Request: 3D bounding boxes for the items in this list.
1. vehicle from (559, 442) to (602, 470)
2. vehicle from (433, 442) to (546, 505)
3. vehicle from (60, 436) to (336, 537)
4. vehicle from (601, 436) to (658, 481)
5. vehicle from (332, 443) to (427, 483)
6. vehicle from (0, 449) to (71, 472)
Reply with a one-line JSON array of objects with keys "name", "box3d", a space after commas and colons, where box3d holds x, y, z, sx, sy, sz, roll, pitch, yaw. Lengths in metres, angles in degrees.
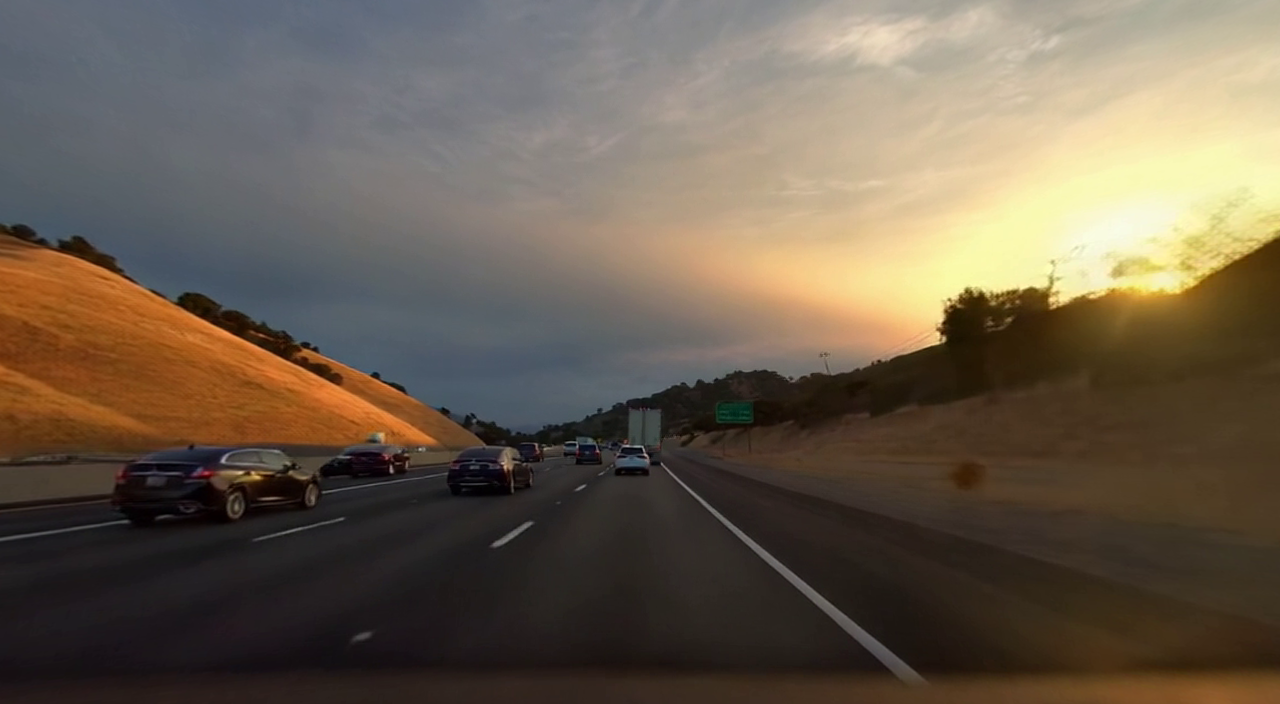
[{"name": "vehicle", "box3d": [-3.678, 6.512, 39.582, 2.155, 1.661, 4.477, 0, -9, 1]}, {"name": "vehicle", "box3d": [-3.949, 3.263, 17.409, 1.943, 1.468, 4.547, 0, -9, 1]}, {"name": "vehicle", "box3d": [-7.779, 2.373, 11.752, 2.029, 1.507, 4.204, 0, -9, 1]}, {"name": "vehicle", "box3d": [-0.415, 4.638, 27.674, 2.281, 1.795, 4.297, 0, -9, 0]}, {"name": "vehicle", "box3d": [-10.679, 4.575, 26.260, 1.950, 1.507, 4.527, 0, -9, 1]}, {"name": "vehicle", "box3d": [-42.525, 7.530, 43.848, 1.780, 1.514, 4.281, 0, -9, 0]}]
